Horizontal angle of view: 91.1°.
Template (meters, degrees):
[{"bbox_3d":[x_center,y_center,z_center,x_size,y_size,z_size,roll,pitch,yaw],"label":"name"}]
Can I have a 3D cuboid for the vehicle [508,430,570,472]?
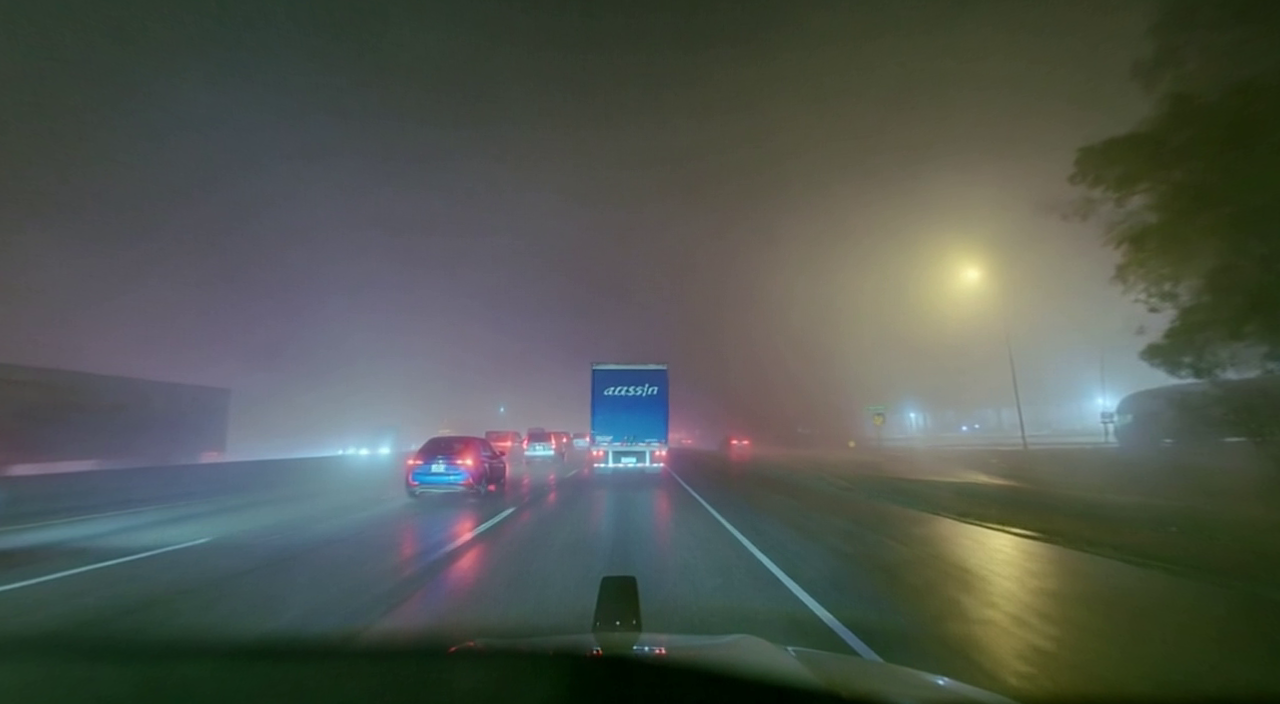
[{"bbox_3d":[-4.090,4.069,26.078,1.946,1.599,4.073,0,-8,0],"label":"vehicle"}]

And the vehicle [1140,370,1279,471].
[{"bbox_3d":[18.801,2.158,19.248,2.432,2.753,5.388,0,-8,0],"label":"vehicle"}]

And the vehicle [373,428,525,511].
[{"bbox_3d":[-3.933,2.469,13.838,1.964,1.507,4.361,0,-8,0],"label":"vehicle"}]

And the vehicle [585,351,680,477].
[{"bbox_3d":[-0.390,2.806,26.688,3.171,4.204,11.036,0,-8,-1],"label":"vehicle"}]

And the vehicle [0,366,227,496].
[{"bbox_3d":[-19.228,2.865,22.554,2.893,3.769,8.413,0,-8,1],"label":"vehicle"}]
